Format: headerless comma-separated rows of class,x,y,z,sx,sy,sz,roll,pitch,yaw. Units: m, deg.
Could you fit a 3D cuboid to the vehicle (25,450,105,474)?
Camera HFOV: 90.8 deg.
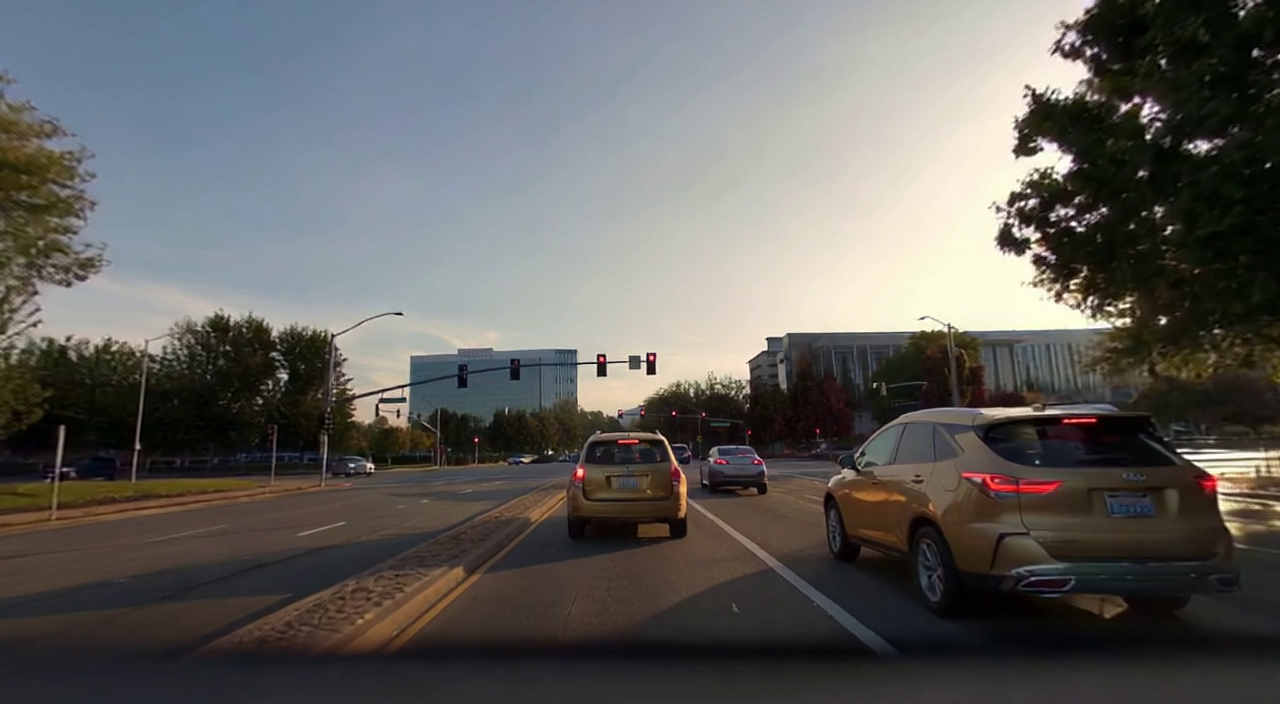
vehicle,-40.512,7.734,44.607,1.742,1.526,4.004,-1,-8,3

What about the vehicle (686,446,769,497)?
vehicle,2.694,3.779,20.484,1.900,1.459,4.260,0,-8,-3

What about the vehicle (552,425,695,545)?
vehicle,-0.284,2.216,11.192,2.039,1.698,4.144,0,-8,-2

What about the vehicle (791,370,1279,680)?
vehicle,3.139,1.328,5.970,2.228,1.798,4.370,0,-8,-2

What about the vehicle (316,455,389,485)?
vehicle,-20.641,8.410,45.330,4.905,1.949,2.354,-5,-10,32
